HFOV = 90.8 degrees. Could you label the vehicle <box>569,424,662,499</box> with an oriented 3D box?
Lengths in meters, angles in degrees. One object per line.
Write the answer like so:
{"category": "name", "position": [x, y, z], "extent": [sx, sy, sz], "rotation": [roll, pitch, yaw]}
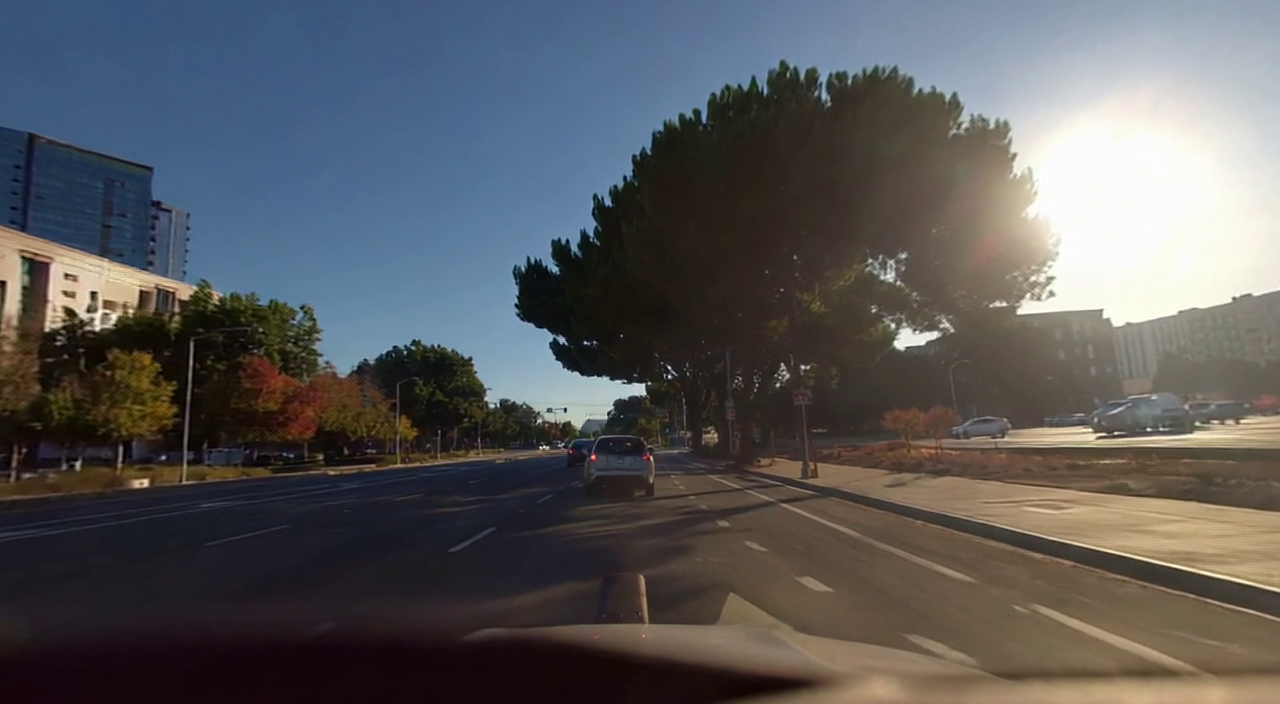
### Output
{"category": "vehicle", "position": [-0.553, 2.816, 16.630], "extent": [2.130, 1.711, 4.038], "rotation": [0, -8, 0]}
